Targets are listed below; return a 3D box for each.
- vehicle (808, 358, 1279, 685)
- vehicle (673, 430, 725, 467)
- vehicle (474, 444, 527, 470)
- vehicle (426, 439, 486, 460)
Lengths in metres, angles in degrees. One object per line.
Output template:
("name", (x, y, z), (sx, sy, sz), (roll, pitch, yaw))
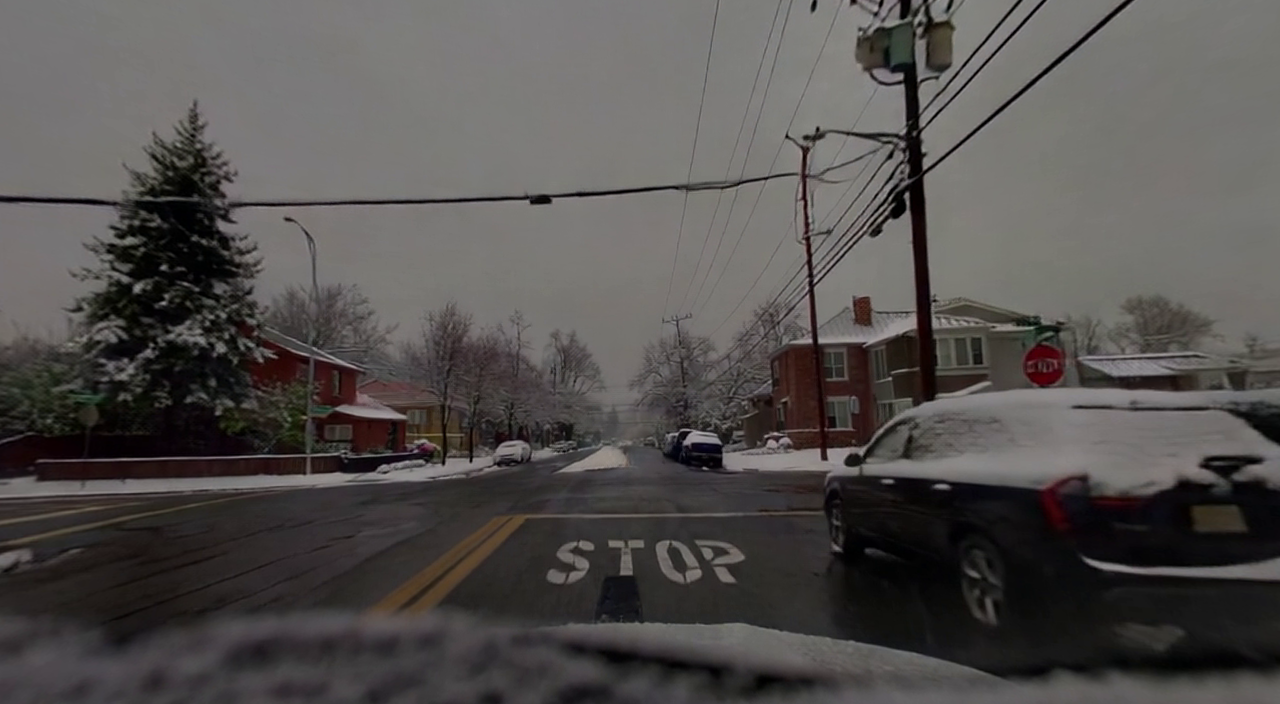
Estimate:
("vehicle", (3.164, 1.197, 5.577), (2.035, 1.708, 4.355), (0, -8, -2))
("vehicle", (2.944, 4.940, 32.448), (2.114, 1.708, 4.474), (0, -8, -1))
("vehicle", (-7.366, 5.556, 33.627), (1.926, 1.307, 3.909), (0, -8, 0))
("vehicle", (-13.602, 7.225, 46.889), (3.905, 1.480, 1.892), (0, -8, -1))
